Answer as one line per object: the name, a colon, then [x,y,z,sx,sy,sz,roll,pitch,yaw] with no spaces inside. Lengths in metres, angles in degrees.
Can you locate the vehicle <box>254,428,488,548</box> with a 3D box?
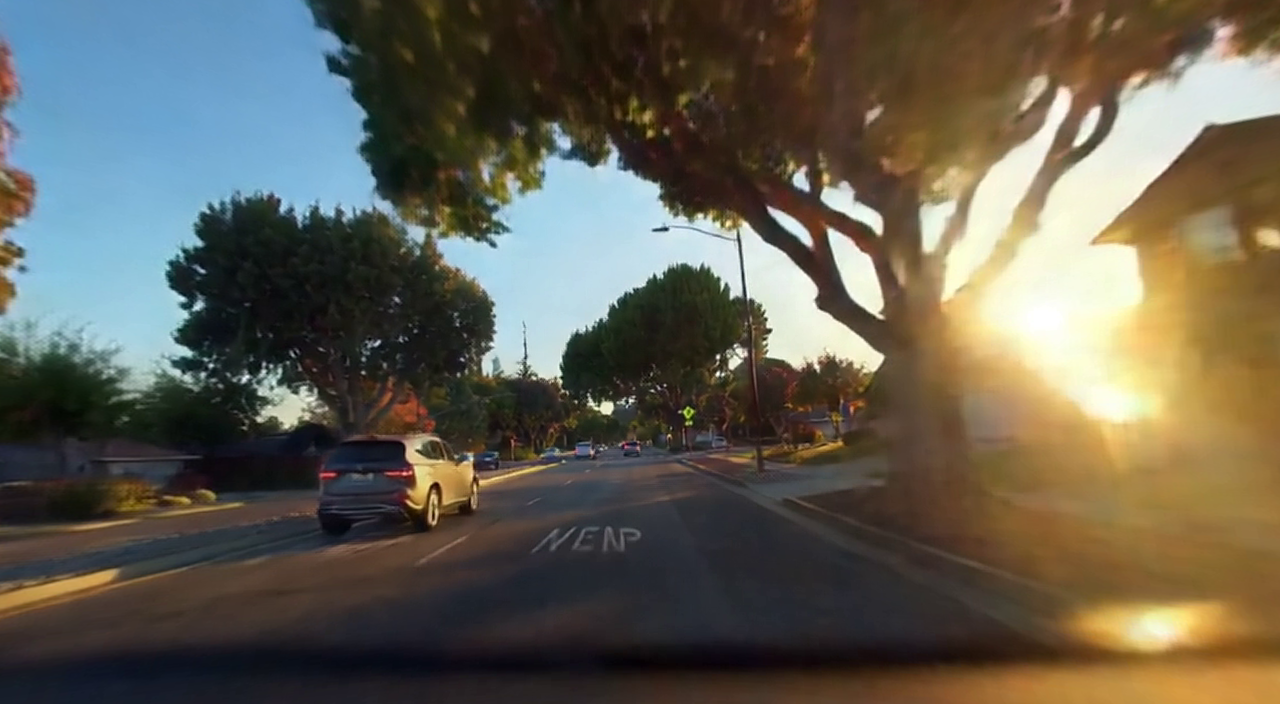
vehicle: [-4.435,2.308,11.470,2.169,1.706,4.638,0,-9,0]
